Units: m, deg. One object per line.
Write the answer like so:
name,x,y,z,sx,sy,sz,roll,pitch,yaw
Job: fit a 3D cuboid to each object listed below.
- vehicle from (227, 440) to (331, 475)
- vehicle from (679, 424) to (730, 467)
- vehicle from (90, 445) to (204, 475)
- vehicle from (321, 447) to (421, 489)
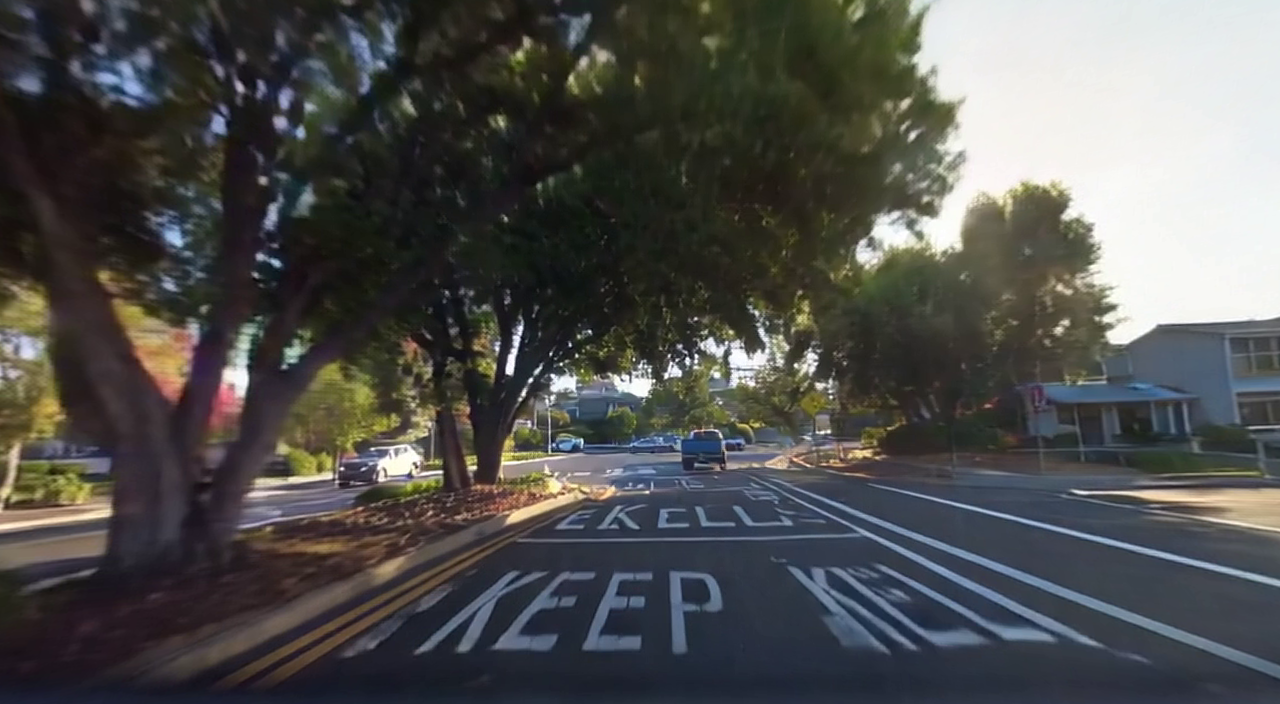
vehicle,-18.564,5.428,32.622,4.168,1.735,1.925,-1,-8,2
vehicle,3.315,4.692,31.638,2.153,1.942,4.767,-2,-9,10
vehicle,-24.992,5.473,32.127,4.268,1.409,1.897,-1,-8,4
vehicle,-11.454,4.933,27.327,1.873,1.508,4.483,-3,-7,9
